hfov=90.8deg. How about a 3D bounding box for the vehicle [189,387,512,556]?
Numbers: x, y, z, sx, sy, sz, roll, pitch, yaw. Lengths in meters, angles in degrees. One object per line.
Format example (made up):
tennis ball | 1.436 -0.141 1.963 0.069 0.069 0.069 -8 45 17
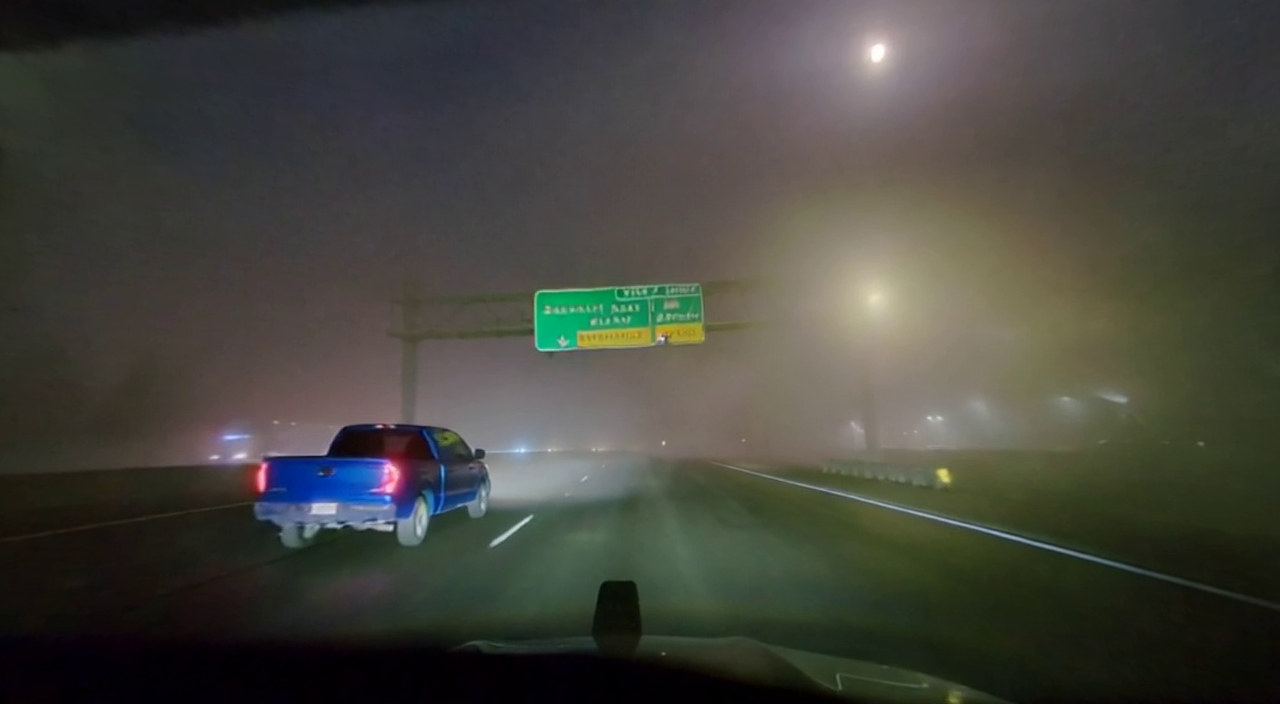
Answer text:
vehicle | -4.067 1.845 10.569 2.529 2.003 5.904 0 -8 1
